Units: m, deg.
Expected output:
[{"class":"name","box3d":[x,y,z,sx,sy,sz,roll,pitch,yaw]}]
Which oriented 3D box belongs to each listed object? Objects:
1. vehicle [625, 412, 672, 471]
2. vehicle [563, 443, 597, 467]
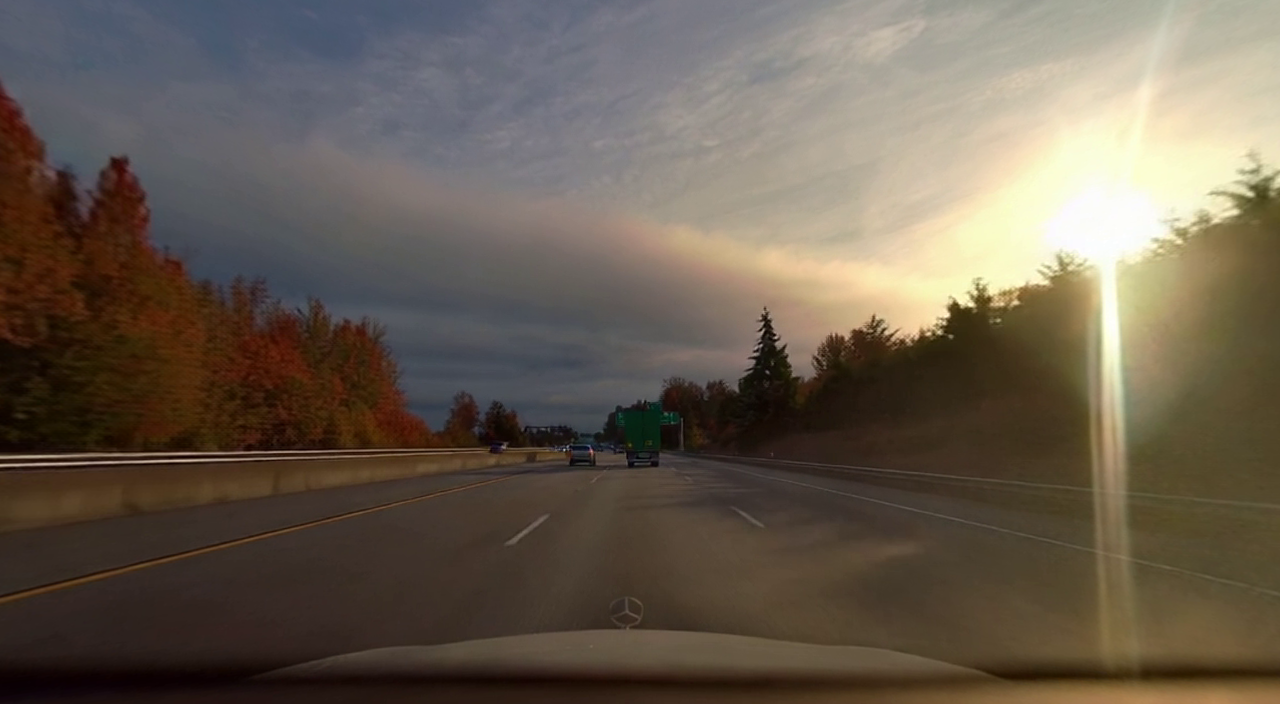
[{"class":"vehicle","box3d":[0.446,6.226,43.690,2.893,3.628,9.081,0,-9,-1]},{"class":"vehicle","box3d":[-4.387,7.582,46.433,2.079,1.656,3.965,0,-9,0]}]
